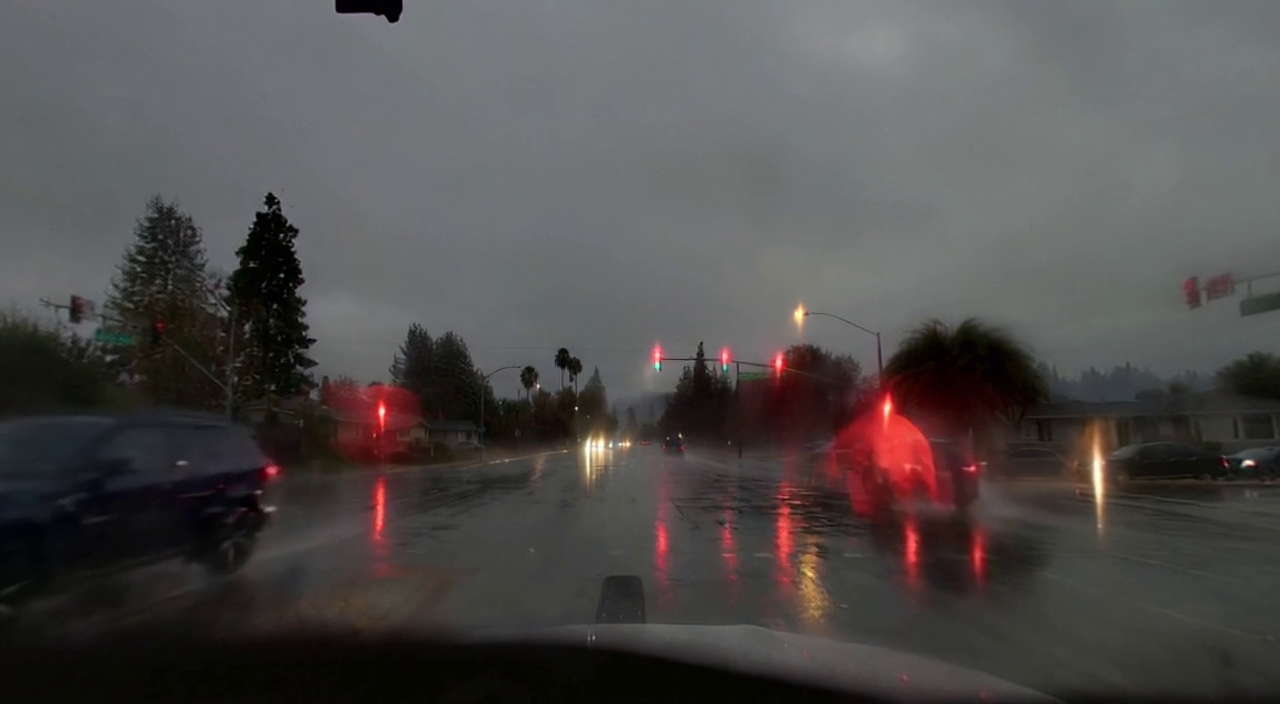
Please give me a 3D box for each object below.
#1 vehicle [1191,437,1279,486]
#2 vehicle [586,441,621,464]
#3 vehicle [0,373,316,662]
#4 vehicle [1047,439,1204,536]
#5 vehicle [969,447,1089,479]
[{"bbox_3d":[23.630,4.039,23.465,4.417,1.725,1.969,0,-9,-1],"label":"vehicle"},{"bbox_3d":[-2.398,6.710,42.280,2.045,1.484,3.991,0,-9,0],"label":"vehicle"},{"bbox_3d":[-4.857,1.231,5.404,2.025,1.704,4.104,0,-9,-1],"label":"vehicle"},{"bbox_3d":[9.323,2.483,12.324,1.961,1.494,4.438,-6,-10,35],"label":"vehicle"},{"bbox_3d":[19.734,5.653,32.218,4.874,1.544,1.779,0,-9,1],"label":"vehicle"}]
